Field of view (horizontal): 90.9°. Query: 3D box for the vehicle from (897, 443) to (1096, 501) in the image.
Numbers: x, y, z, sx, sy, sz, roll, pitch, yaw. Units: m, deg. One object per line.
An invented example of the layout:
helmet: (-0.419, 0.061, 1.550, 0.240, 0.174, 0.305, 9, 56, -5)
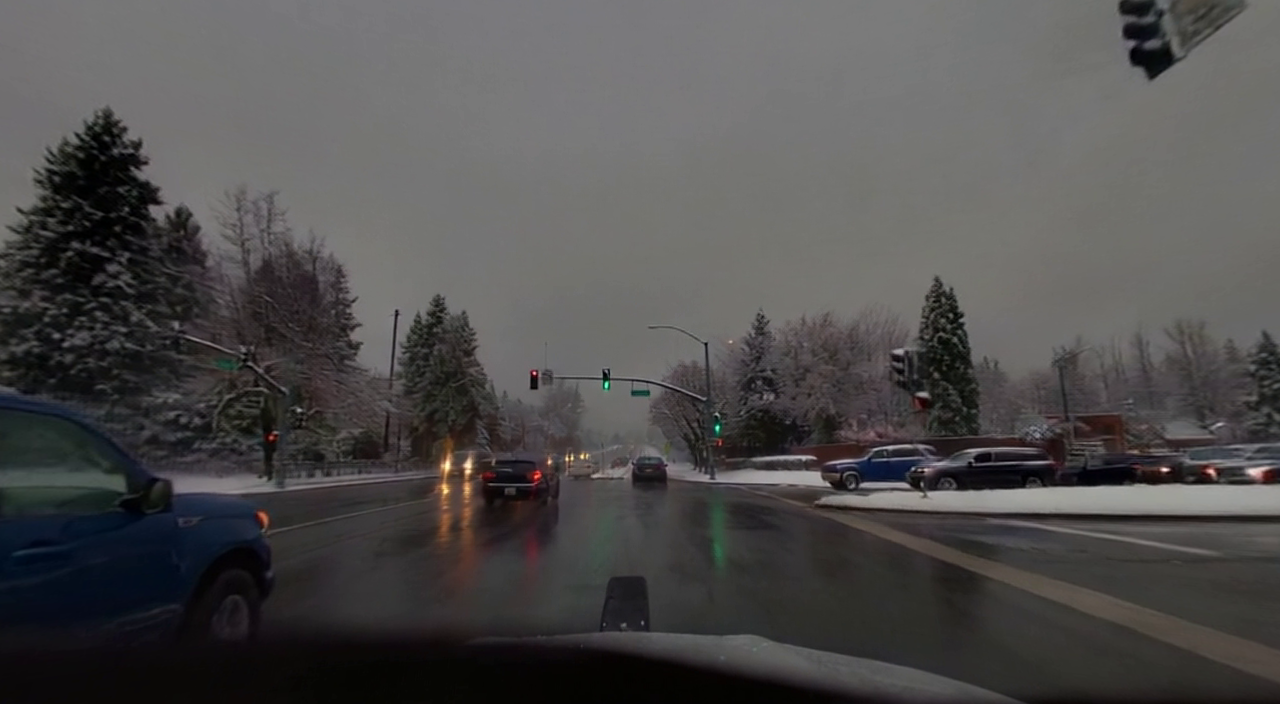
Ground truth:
vehicle: (10.958, 3.765, 19.697, 4.875, 1.473, 2.077, -2, -12, -1)

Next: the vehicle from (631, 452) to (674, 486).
vehicle: (0.611, 6.227, 33.931, 2.163, 1.678, 3.846, 0, -9, 0)

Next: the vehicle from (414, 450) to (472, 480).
vehicle: (-13.476, 7.713, 43.491, 2.039, 1.904, 5.701, 0, -9, 2)

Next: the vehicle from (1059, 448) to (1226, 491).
vehicle: (18.717, 4.371, 23.645, 4.478, 1.495, 2.063, 0, -9, 0)

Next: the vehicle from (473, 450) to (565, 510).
vehicle: (-3.361, 3.597, 18.182, 1.960, 1.528, 3.490, 0, -9, 0)

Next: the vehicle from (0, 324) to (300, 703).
vehicle: (-3.168, 0.705, 1.402, 2.190, 1.766, 4.649, 0, -9, 0)

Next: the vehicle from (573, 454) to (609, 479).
vehicle: (-3.239, 7.676, 42.479, 2.013, 1.474, 4.393, 0, -9, 1)
